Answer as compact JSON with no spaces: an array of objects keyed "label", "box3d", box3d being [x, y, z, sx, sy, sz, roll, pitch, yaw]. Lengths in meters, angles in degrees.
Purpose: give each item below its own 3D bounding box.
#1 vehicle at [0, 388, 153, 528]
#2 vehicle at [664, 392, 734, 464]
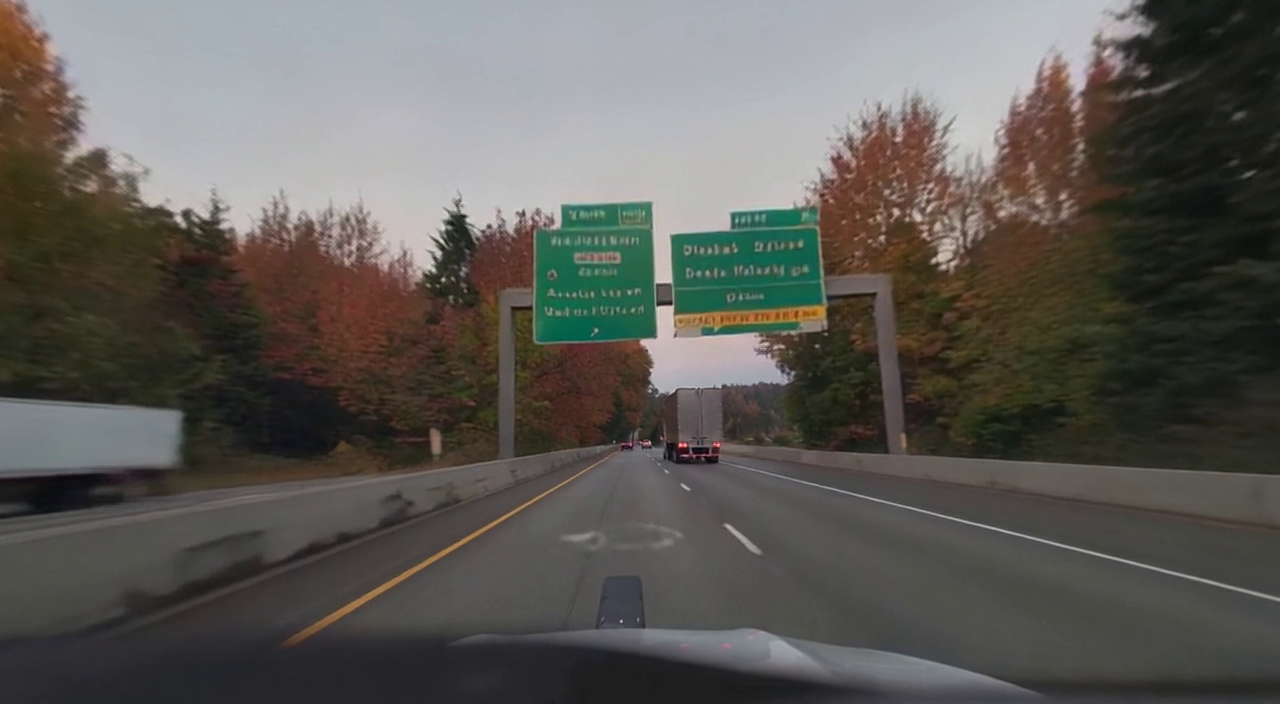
[{"label":"vehicle","box3d":[-13.372,2.006,11.968,2.497,2.625,7.038,0,-8,1]},{"label":"vehicle","box3d":[3.703,5.451,43.853,3.357,4.101,14.659,0,-8,0]}]
